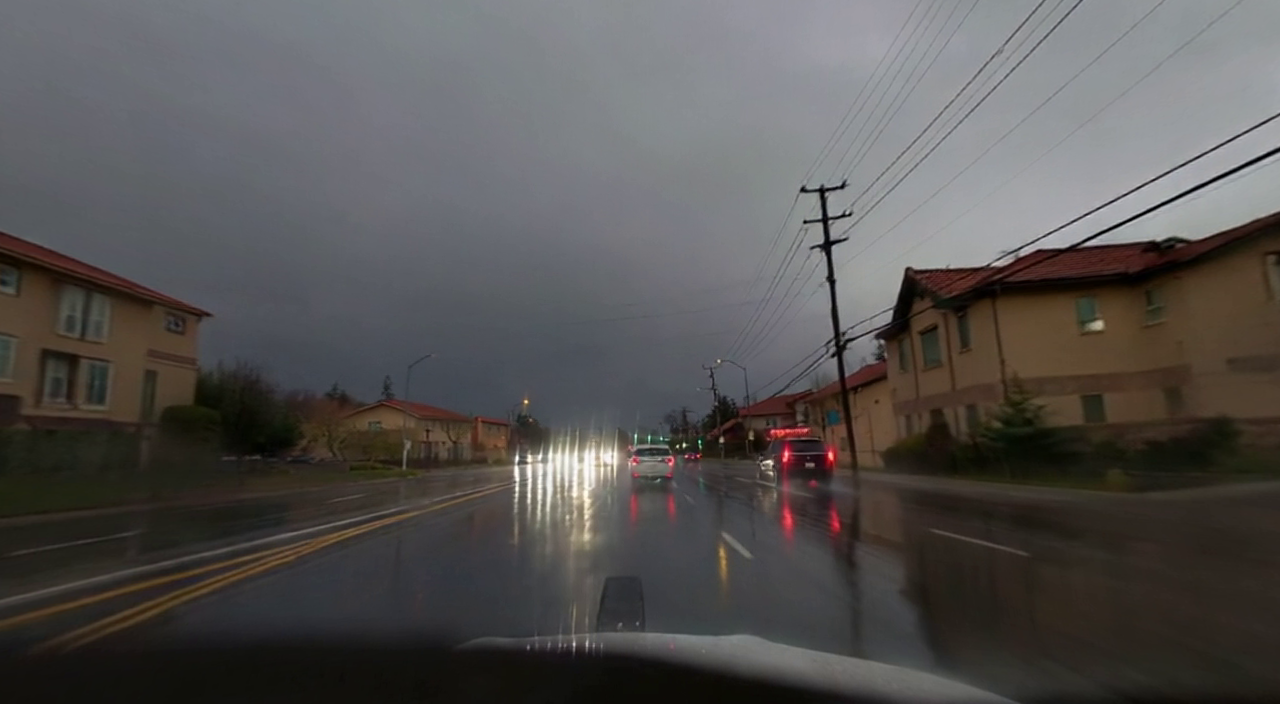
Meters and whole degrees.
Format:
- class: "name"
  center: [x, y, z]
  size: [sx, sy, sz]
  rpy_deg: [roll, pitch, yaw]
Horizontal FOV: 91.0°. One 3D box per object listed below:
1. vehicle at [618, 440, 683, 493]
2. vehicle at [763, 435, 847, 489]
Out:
- class: "vehicle"
  center: [0.341, 4.121, 22.955]
  size: [2.138, 1.702, 4.168]
  rpy_deg: [0, -9, 0]
- class: "vehicle"
  center: [6.311, 4.261, 24.614]
  size: [2.061, 1.889, 4.268]
  rpy_deg: [0, -9, 0]
